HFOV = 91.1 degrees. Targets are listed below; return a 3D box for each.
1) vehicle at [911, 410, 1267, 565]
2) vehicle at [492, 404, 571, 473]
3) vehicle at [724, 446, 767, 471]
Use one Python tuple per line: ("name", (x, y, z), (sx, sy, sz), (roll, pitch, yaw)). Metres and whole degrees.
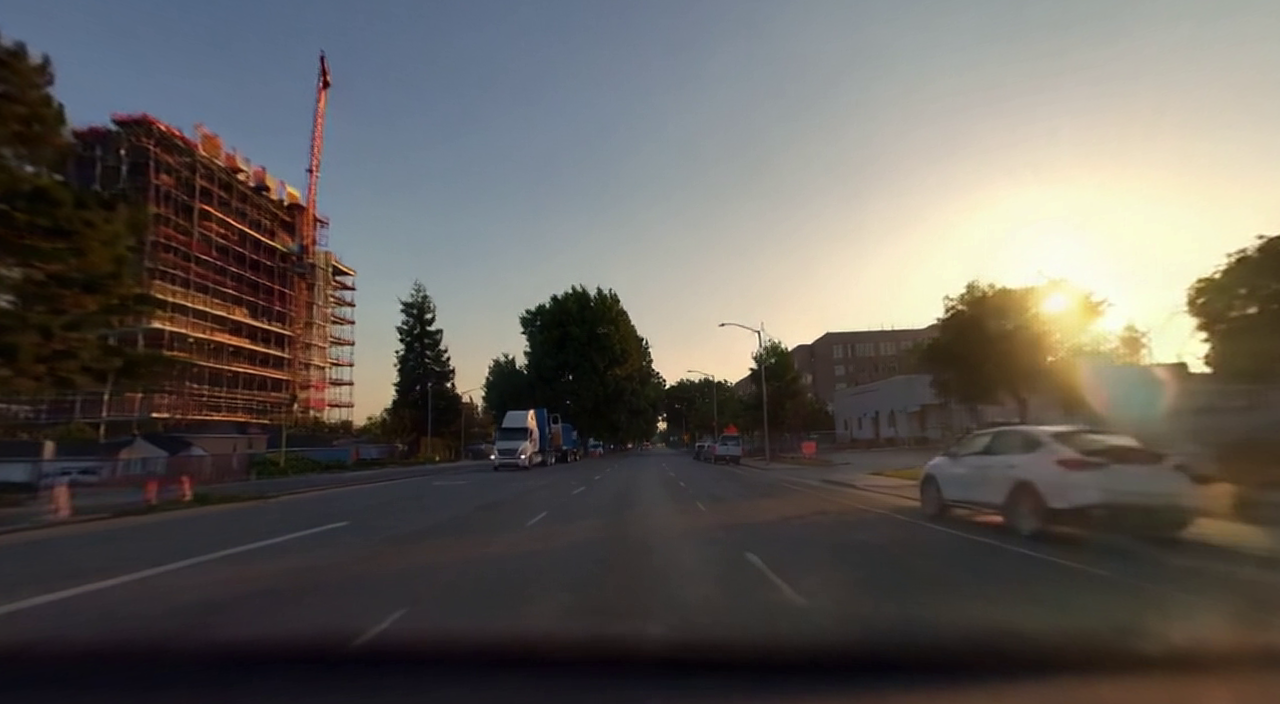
("vehicle", (6.610, 2.034, 10.243), (2.169, 1.880, 4.849), (0, -9, 0))
("vehicle", (-6.857, 5.803, 41.708), (3.071, 3.982, 10.729), (-1, -9, 2))
("vehicle", (6.764, 6.846, 40.668), (1.933, 1.488, 4.736), (0, -9, 0))
